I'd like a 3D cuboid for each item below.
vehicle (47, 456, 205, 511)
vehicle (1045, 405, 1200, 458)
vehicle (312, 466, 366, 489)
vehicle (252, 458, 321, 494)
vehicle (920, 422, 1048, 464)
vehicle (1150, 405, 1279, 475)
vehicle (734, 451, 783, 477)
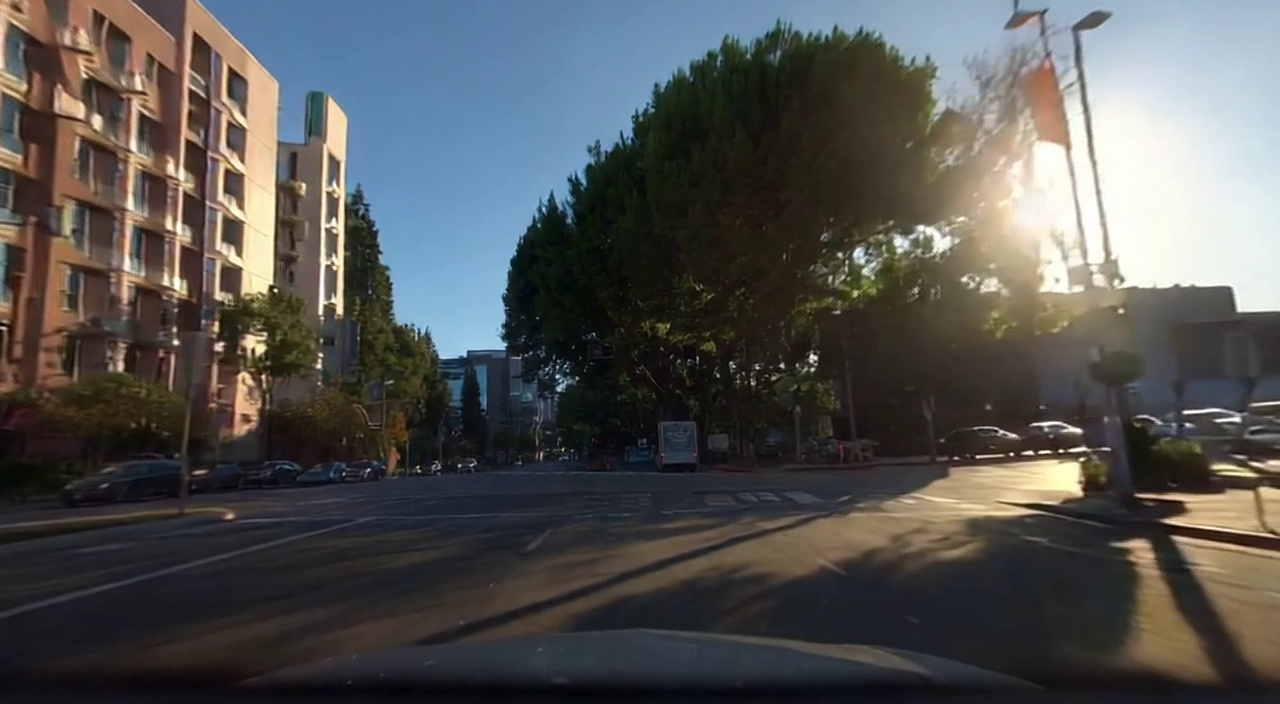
[{"bbox_3d":[-19.067,4.868,23.766,2.027,1.678,4.654,-3,-9,0],"label":"vehicle"},{"bbox_3d":[20.832,3.488,27.446,4.692,1.610,2.174,-5,-15,4],"label":"vehicle"},{"bbox_3d":[-22.619,9.420,47.582,1.820,1.442,4.715,-1,-9,0],"label":"vehicle"},{"bbox_3d":[-22.718,7.940,40.734,1.966,1.930,4.591,-2,-7,-2],"label":"vehicle"},{"bbox_3d":[15.210,4.090,28.108,4.432,1.523,1.908,-4,-12,5],"label":"vehicle"},{"bbox_3d":[17.229,2.348,17.377,4.329,1.502,2.122,-5,-4,6],"label":"vehicle"},{"bbox_3d":[7.064,6.685,37.973,1.919,1.449,4.561,0,-9,-2],"label":"vehicle"}]
